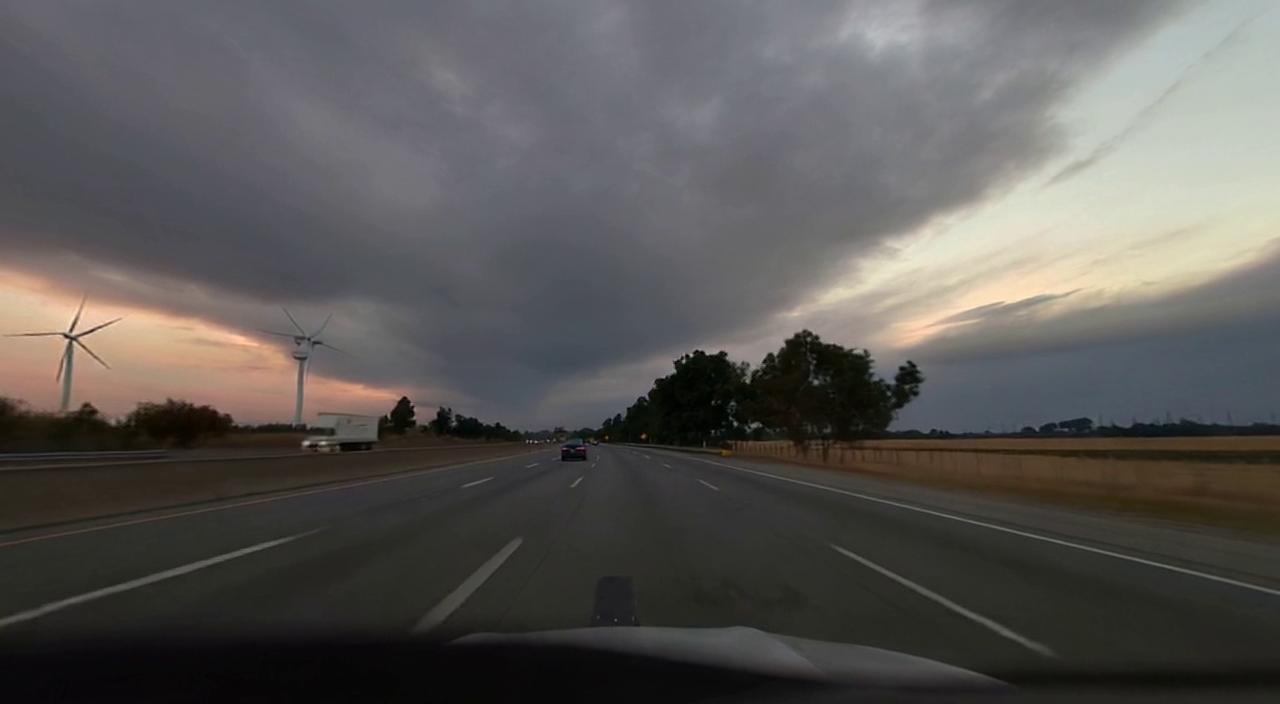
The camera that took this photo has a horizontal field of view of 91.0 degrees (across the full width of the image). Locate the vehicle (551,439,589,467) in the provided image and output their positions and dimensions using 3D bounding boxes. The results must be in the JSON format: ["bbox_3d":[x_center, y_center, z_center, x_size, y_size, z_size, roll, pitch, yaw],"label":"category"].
[{"bbox_3d":[-4.133,6.007,37.643,2.053,1.549,4.097,0,-8,-4],"label":"vehicle"}]

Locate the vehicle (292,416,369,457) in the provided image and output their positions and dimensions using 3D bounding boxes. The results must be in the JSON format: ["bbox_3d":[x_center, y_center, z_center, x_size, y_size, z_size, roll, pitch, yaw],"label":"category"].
[{"bbox_3d":[-24.241,6.697,49.706,2.640,3.014,7.308,0,-8,-3],"label":"vehicle"}]
